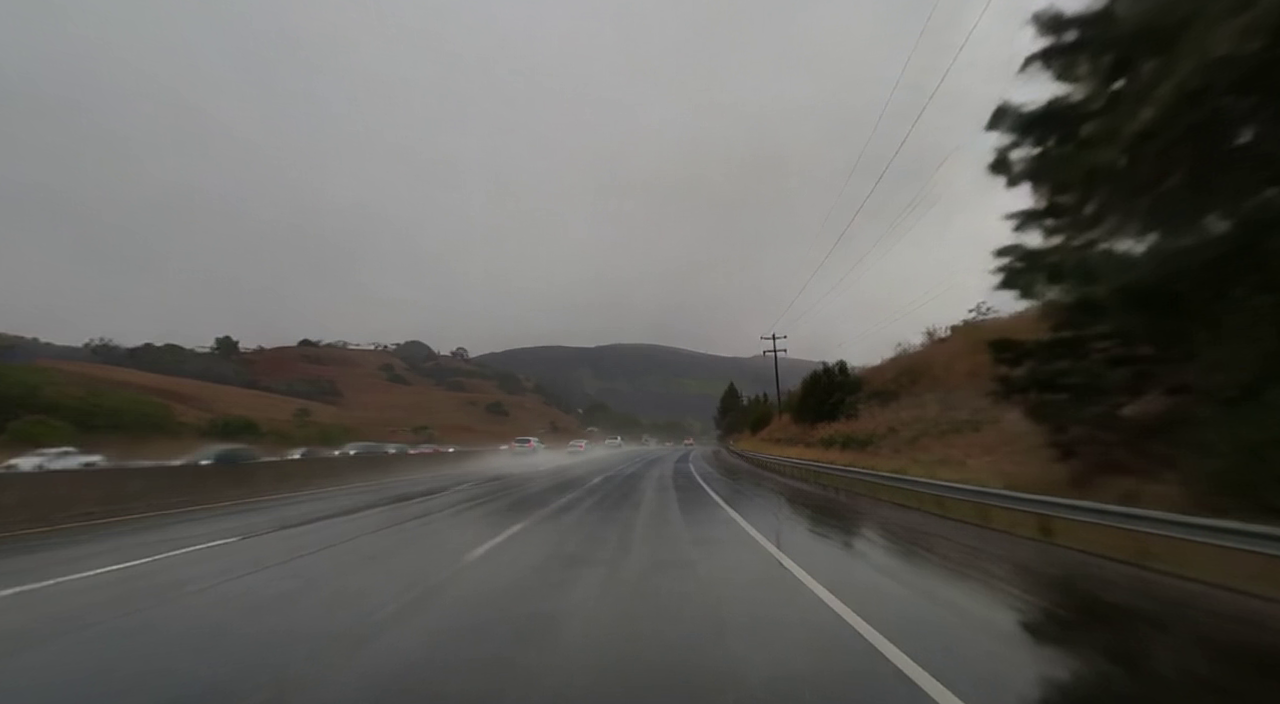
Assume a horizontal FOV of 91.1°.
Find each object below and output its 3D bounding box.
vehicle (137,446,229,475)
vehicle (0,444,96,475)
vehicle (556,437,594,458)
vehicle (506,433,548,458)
[{"bbox_3d":[-24.156,5.710,33.347,1.822,1.428,3.779,-1,-8,5],"label":"vehicle"},{"bbox_3d":[-33.577,5.933,34.890,1.944,1.574,4.976,-1,-8,6],"label":"vehicle"},{"bbox_3d":[-4.912,7.306,48.097,2.010,1.489,4.456,0,-8,5],"label":"vehicle"},{"bbox_3d":[-8.563,7.137,47.894,2.063,1.743,4.392,0,-8,5],"label":"vehicle"}]
